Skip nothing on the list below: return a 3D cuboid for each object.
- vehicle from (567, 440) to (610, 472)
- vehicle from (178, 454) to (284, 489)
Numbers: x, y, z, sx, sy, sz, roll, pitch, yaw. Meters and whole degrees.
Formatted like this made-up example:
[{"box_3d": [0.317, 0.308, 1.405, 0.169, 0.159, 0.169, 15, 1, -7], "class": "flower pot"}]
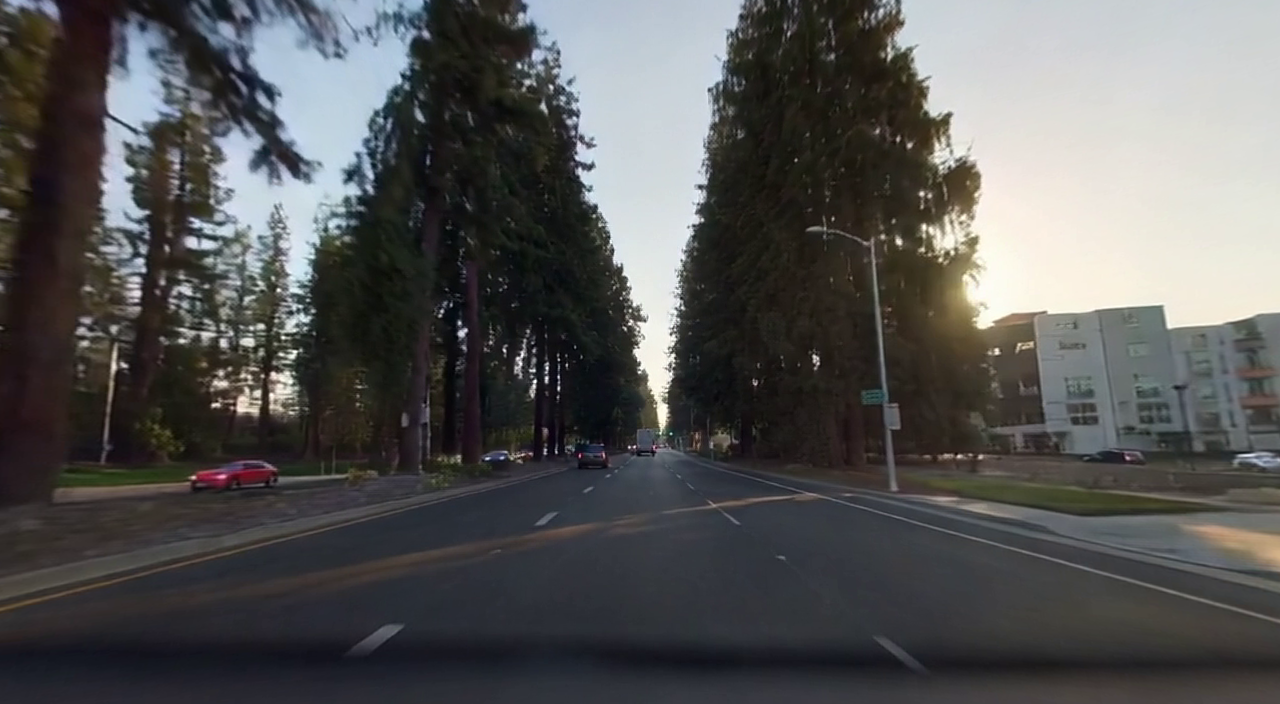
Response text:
[{"box_3d": [-3.230, 6.731, 40.885, 2.255, 1.940, 4.822, 0, -8, 2], "class": "vehicle"}, {"box_3d": [-19.441, 5.683, 30.260, 1.874, 1.470, 4.679, 0, -9, 1], "class": "vehicle"}]
